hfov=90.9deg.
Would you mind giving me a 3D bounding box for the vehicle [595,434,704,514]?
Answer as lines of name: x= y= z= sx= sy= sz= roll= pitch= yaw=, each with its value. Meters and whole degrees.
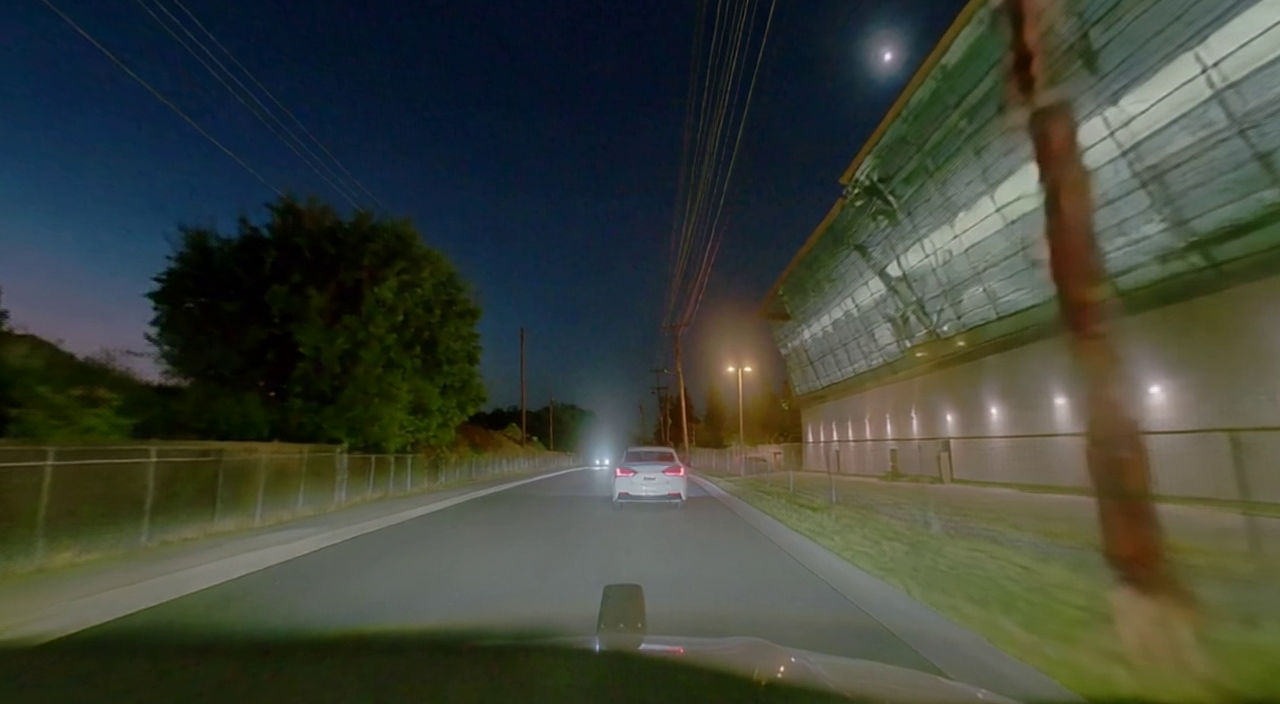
vehicle: x=0.164 y=2.592 z=13.973 sx=2.060 sy=1.487 sz=3.920 roll=0 pitch=-8 yaw=-1
